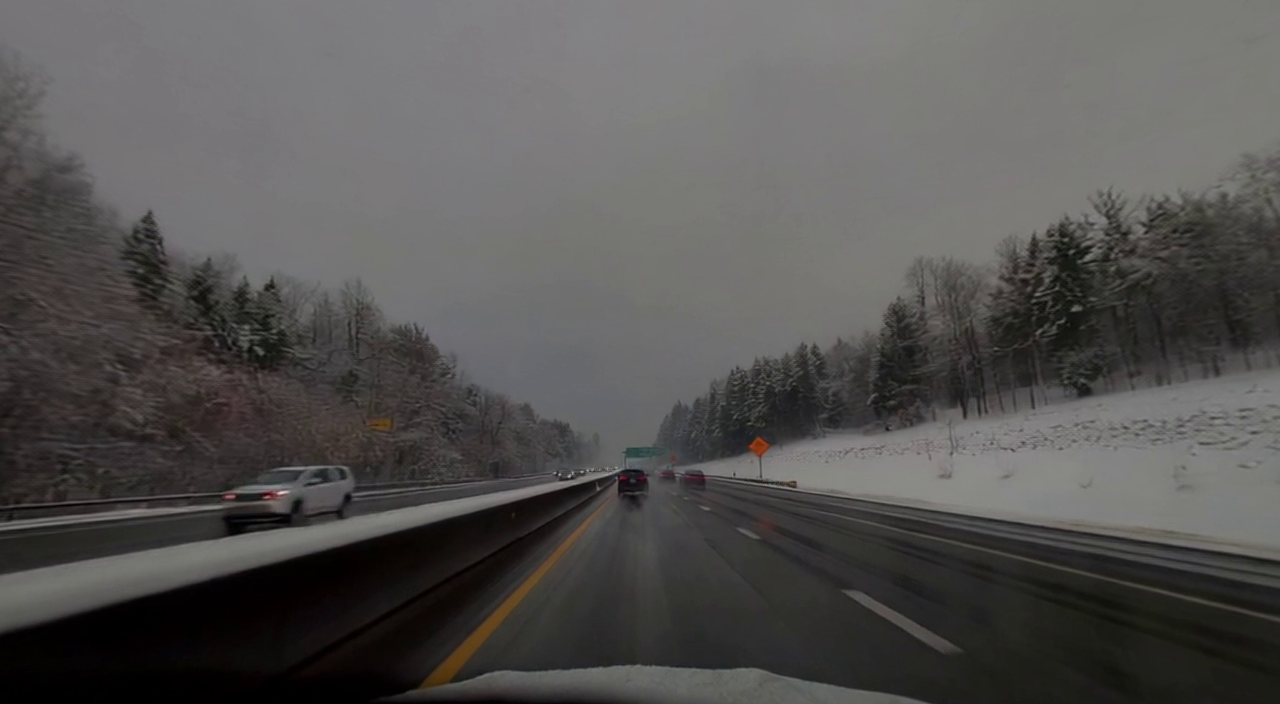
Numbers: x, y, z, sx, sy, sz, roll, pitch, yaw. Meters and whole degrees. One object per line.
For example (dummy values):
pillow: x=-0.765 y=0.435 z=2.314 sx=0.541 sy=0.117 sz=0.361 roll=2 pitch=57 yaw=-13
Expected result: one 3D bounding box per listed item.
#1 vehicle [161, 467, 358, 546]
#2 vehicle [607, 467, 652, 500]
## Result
vehicle: x=-8.341 y=3.378 z=14.327 sx=1.970 sy=1.493 sz=3.879 roll=1 pitch=-10 yaw=1
vehicle: x=-0.495 y=6.460 z=31.092 sx=2.060 sy=1.473 sz=3.726 roll=1 pitch=-10 yaw=0
